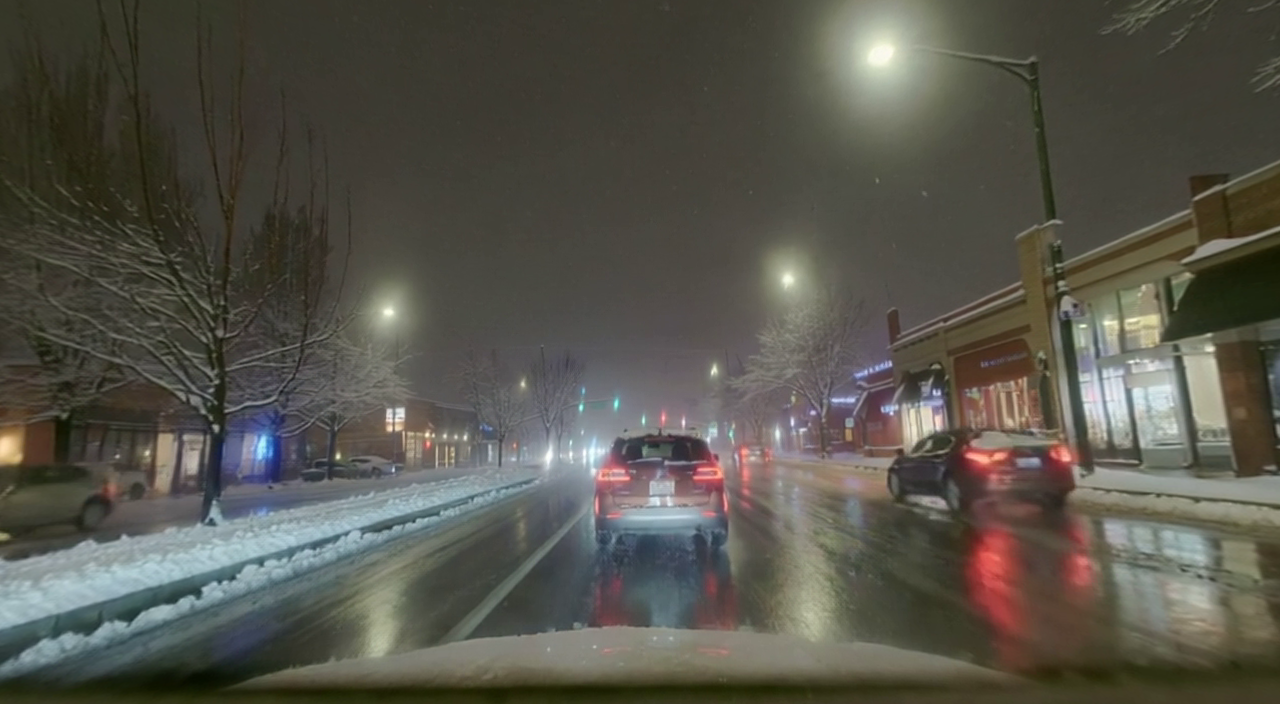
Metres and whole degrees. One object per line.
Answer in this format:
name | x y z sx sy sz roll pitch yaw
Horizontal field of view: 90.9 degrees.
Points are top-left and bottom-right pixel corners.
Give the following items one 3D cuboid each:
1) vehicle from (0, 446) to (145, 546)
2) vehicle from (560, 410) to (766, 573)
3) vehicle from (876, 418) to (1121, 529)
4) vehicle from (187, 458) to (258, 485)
vehicle | -12.055 2.653 11.942 1.965 1.695 4.284 0 -8 -3
vehicle | 0.224 1.727 8.537 2.125 1.669 3.880 0 -8 0
vehicle | 6.125 2.118 11.547 2.086 1.627 4.294 -1 -8 3
vehicle | -27.872 7.937 42.207 1.861 1.578 4.152 0 -8 1
